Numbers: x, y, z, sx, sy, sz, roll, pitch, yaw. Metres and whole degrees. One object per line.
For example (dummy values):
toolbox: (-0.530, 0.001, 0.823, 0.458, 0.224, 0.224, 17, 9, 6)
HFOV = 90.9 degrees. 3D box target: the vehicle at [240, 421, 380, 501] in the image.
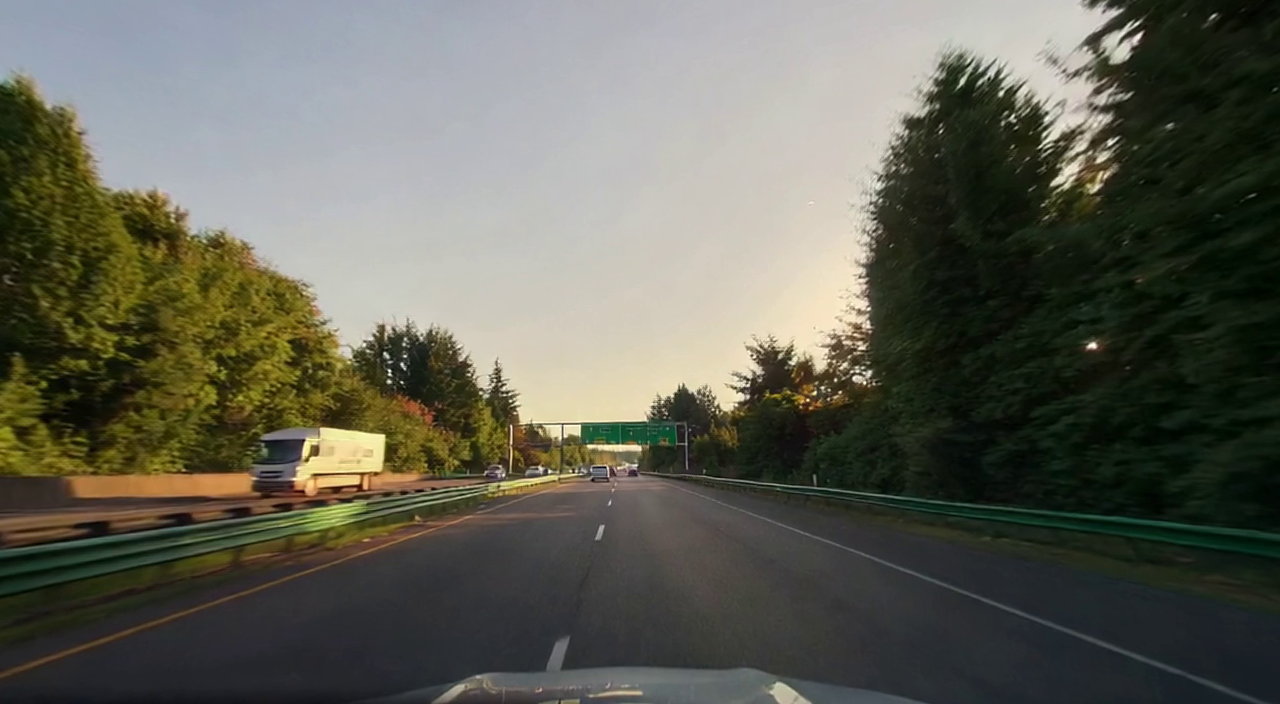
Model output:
vehicle: (-15.599, 5.341, 30.620, 2.688, 3.314, 7.619, 1, -11, -1)
